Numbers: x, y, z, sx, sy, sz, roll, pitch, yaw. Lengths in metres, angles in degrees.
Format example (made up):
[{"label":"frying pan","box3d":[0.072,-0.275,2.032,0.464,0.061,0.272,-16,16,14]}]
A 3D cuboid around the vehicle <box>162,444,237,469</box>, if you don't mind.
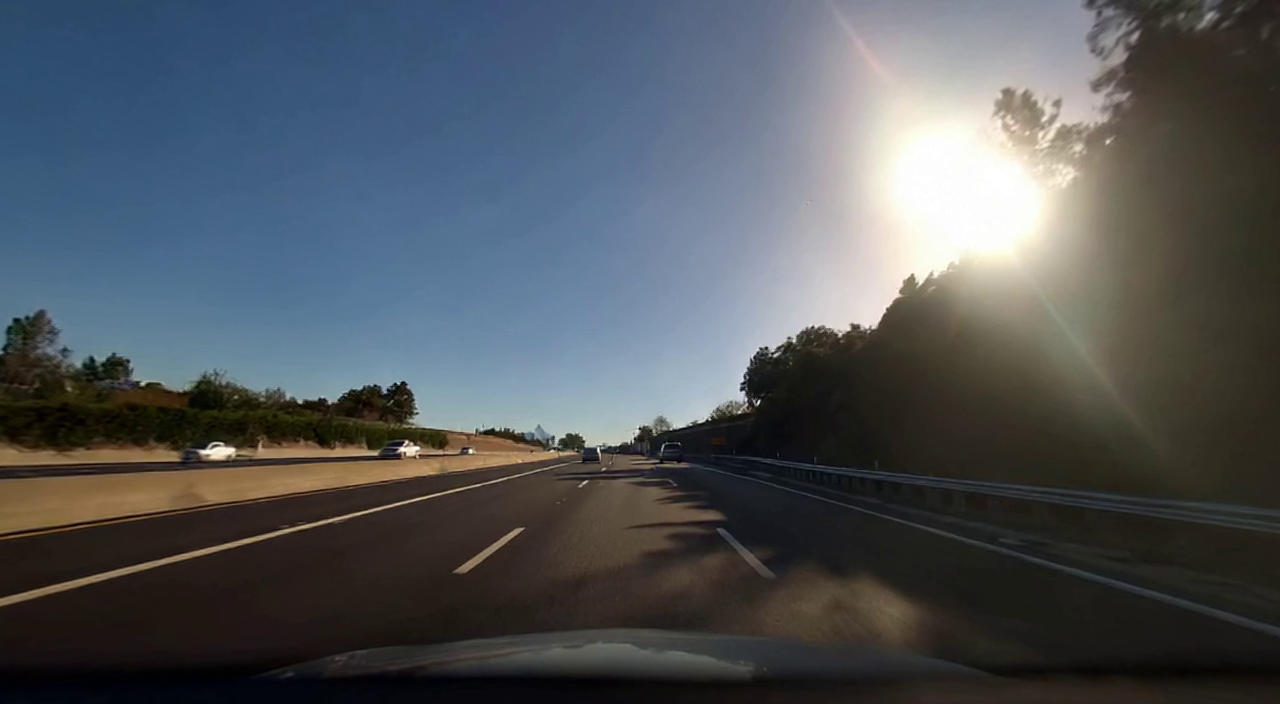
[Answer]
[{"label":"vehicle","box3d":[-27.633,6.564,39.484,1.742,1.490,4.162,0,-9,-1]}]
